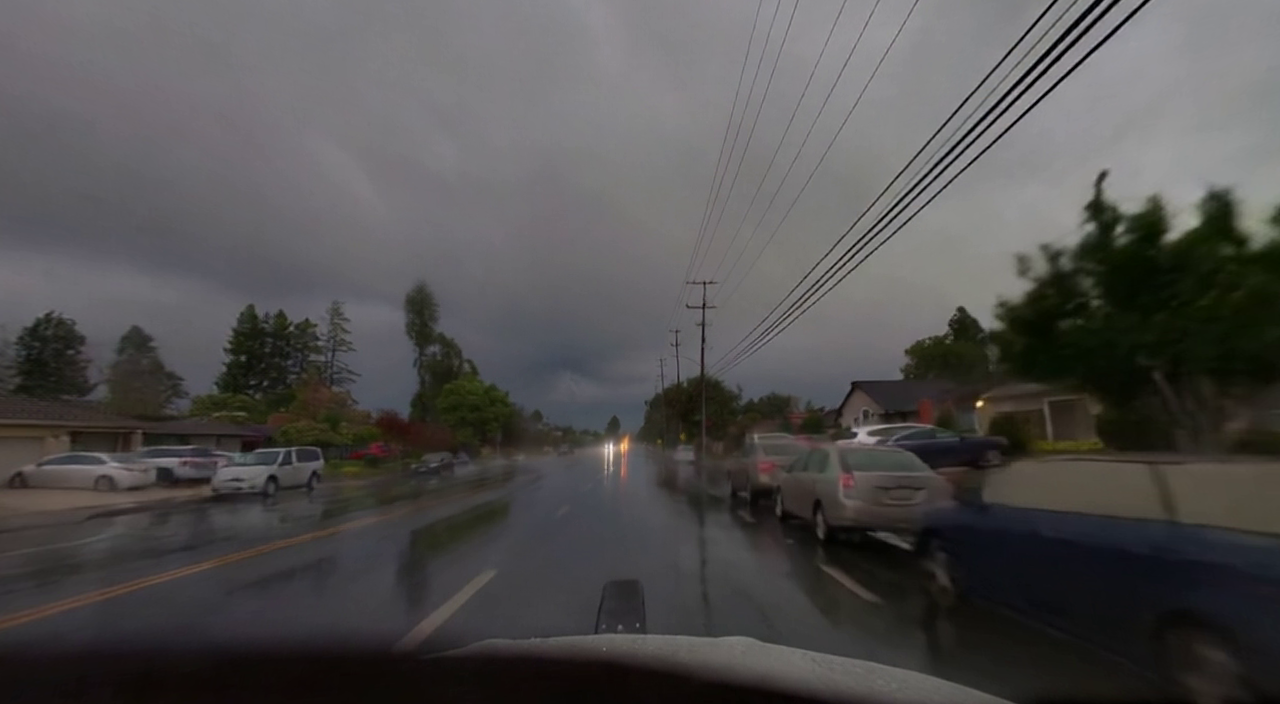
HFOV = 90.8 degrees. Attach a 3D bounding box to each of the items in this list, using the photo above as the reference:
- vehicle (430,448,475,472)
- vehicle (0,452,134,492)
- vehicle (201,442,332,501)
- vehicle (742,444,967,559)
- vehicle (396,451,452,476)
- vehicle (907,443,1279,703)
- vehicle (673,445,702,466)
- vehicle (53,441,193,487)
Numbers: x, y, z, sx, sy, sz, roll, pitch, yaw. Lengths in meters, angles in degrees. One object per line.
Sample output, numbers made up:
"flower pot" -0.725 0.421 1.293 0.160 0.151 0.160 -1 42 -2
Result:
"vehicle" -13.844 7.953 46.843 1.916 1.632 4.440 0 -8 1
"vehicle" -22.155 4.608 24.417 3.692 1.441 1.625 0 -9 -2
"vehicle" -13.640 4.342 23.491 2.137 1.852 4.541 -2 -8 0
"vehicle" 3.072 2.225 10.271 1.866 1.414 4.604 0 -9 -2
"vehicle" -14.042 7.278 41.403 2.011 1.480 4.644 0 -8 0
"vehicle" 3.538 1.296 4.040 1.818 1.400 4.640 0 -9 3
"vehicle" 3.576 7.829 47.926 1.855 1.518 4.707 0 -9 0
"vehicle" -22.387 4.857 27.504 4.351 1.739 1.890 -2 -9 -3
